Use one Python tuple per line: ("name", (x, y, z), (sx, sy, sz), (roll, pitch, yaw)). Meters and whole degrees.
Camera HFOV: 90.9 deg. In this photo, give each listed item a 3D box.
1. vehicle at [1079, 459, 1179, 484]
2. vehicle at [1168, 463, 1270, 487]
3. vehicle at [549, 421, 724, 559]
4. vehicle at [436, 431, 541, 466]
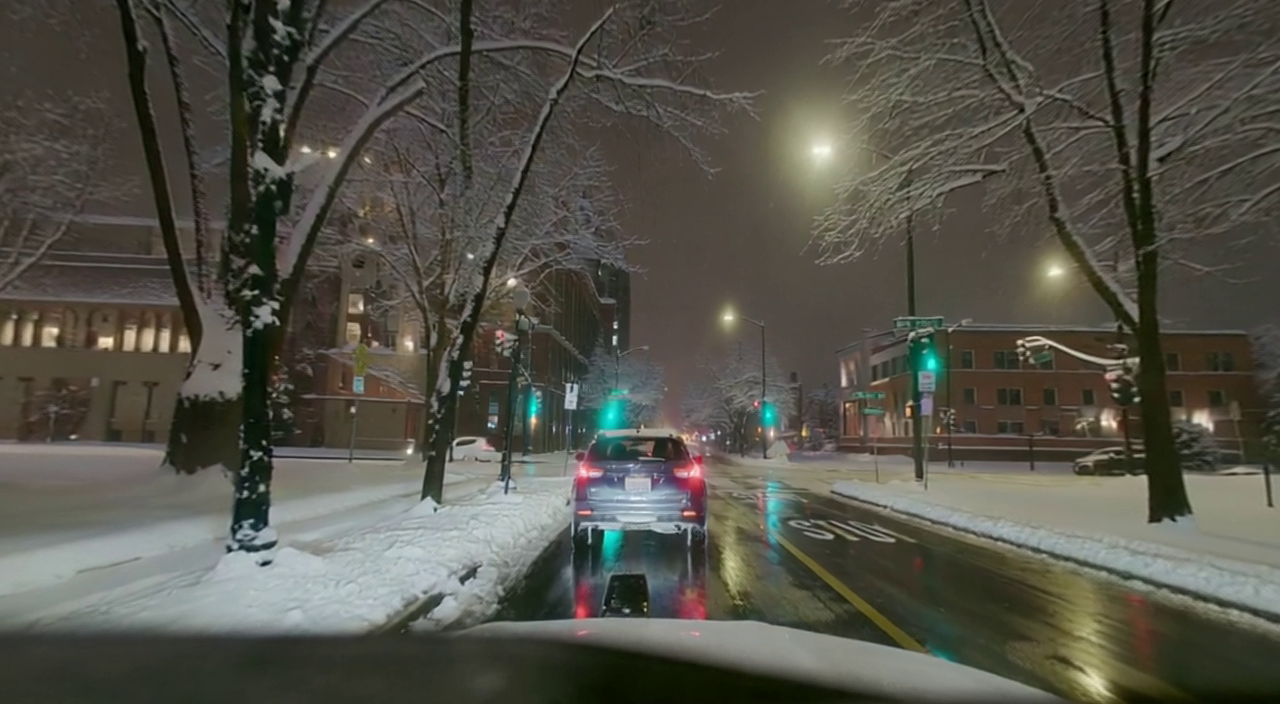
("vehicle", (30.239, 7.371, 39.040), (4.668, 1.441, 1.904), (0, -9, -4))
("vehicle", (35.953, 7.626, 39.195), (4.457, 1.409, 1.873), (0, -9, -1))
("vehicle", (-0.051, 1.931, 9.490), (2.079, 1.621, 3.861), (0, -8, 0))
("vehicle", (-7.441, 4.723, 30.972), (4.536, 1.586, 2.254), (-4, -9, 23))
